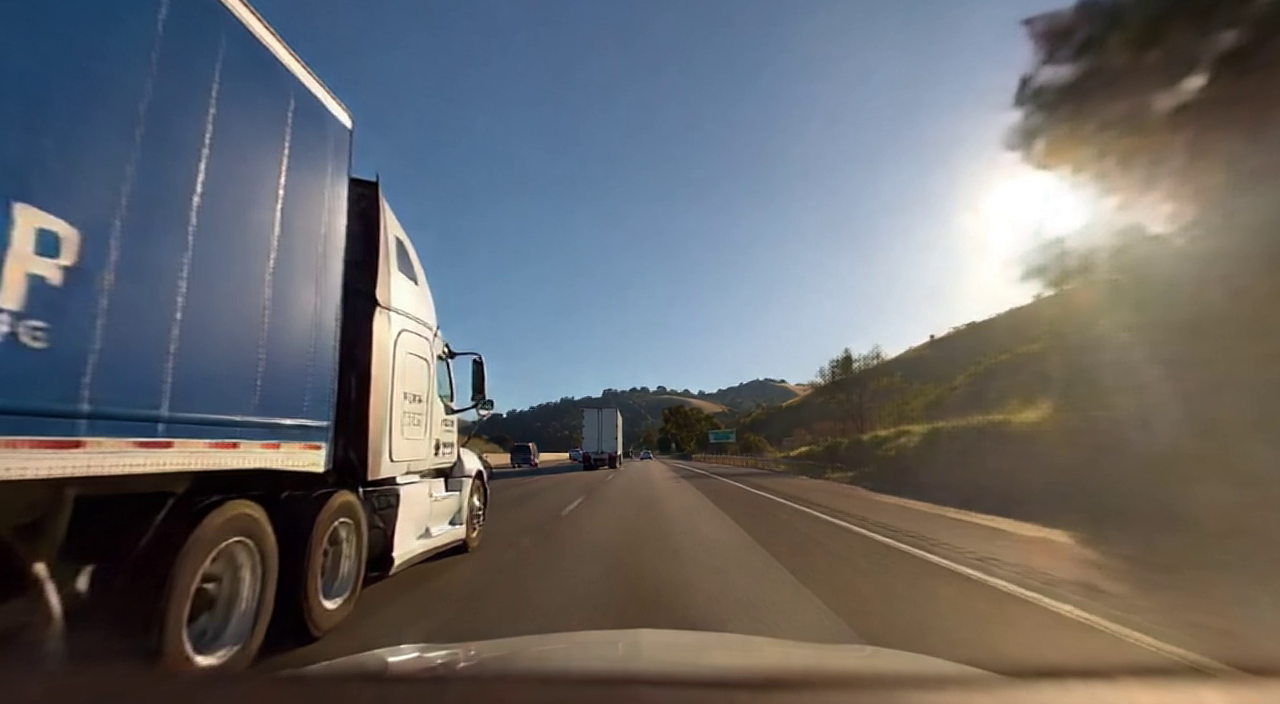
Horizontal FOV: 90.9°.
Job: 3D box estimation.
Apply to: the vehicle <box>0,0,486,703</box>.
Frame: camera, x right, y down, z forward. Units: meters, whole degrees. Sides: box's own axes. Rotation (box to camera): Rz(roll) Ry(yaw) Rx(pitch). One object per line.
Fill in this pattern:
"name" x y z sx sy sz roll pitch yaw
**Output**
"vehicle" -3.247 0.010 3.305 2.958 4.002 7.575 0 -8 0
